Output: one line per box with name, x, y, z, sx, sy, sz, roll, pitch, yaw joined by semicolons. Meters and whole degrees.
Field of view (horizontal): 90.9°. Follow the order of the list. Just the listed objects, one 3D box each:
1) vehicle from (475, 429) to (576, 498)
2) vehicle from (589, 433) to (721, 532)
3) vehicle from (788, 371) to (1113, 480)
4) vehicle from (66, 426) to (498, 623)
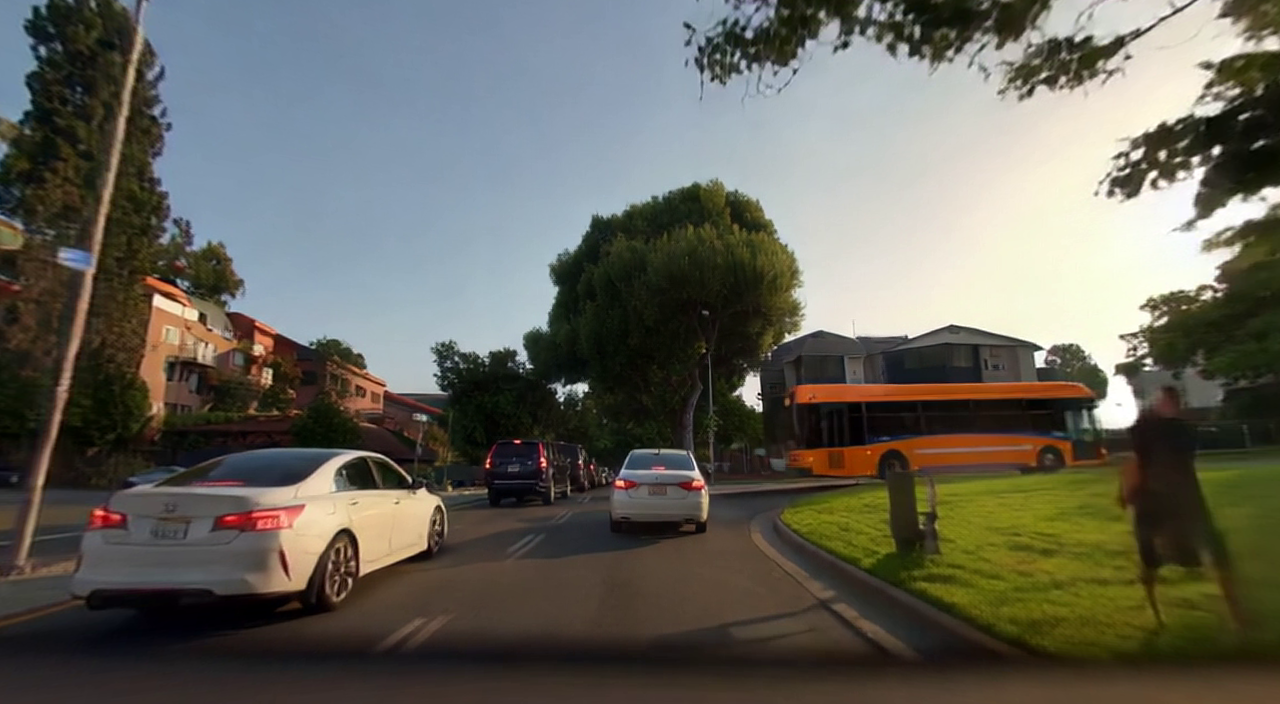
vehicle;-3.178;3.217;18.526;2.017;1.761;4.572;0;-9;1
vehicle;0.406;2.298;11.663;2.020;1.478;3.922;-1;-9;5
vehicle;10.441;2.548;21.564;9.977;3.303;2.948;1;-9;-10
vehicle;-3.312;1.664;7.178;1.953;1.480;4.522;-1;-9;5
